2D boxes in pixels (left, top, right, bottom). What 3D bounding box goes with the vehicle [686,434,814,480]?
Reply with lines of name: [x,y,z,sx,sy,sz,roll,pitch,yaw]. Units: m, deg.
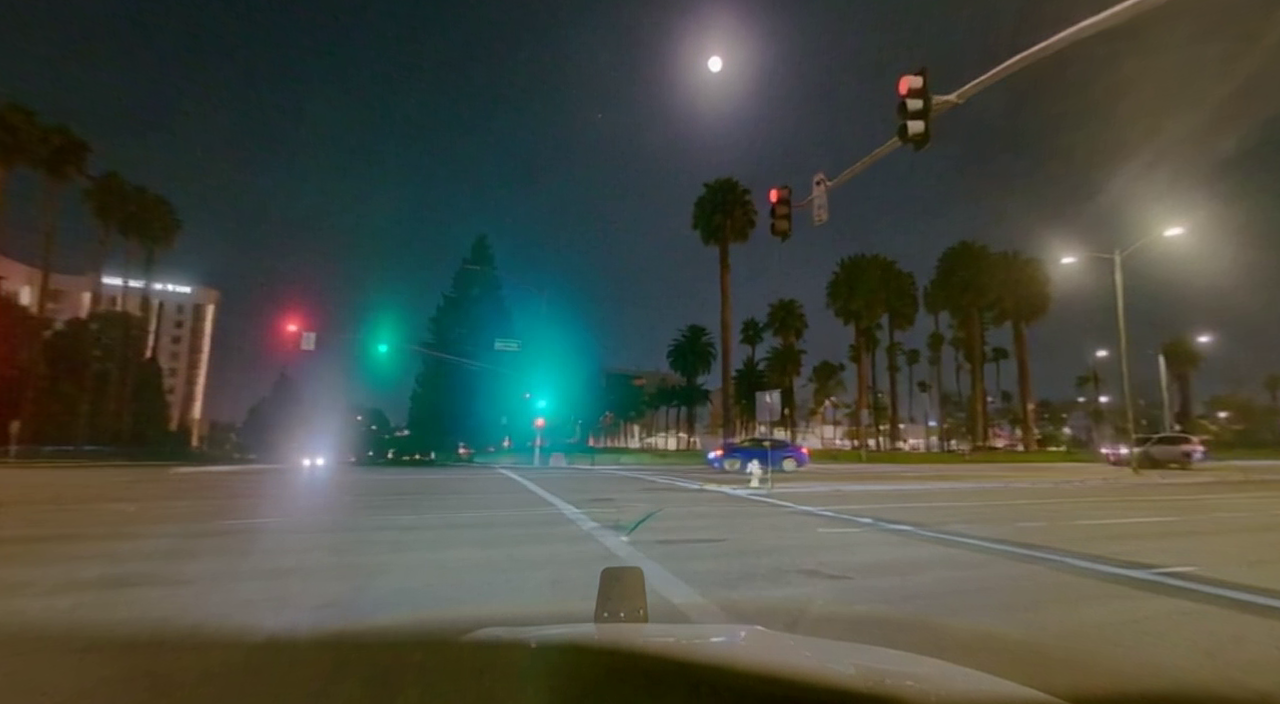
vehicle: [4.523,4.344,26.125,4.820,1.751,2.050,2,-9,-15]

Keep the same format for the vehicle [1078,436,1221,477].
vehicle: [25.390,5.186,31.358,5.841,1.890,2.273,2,-9,-13]
